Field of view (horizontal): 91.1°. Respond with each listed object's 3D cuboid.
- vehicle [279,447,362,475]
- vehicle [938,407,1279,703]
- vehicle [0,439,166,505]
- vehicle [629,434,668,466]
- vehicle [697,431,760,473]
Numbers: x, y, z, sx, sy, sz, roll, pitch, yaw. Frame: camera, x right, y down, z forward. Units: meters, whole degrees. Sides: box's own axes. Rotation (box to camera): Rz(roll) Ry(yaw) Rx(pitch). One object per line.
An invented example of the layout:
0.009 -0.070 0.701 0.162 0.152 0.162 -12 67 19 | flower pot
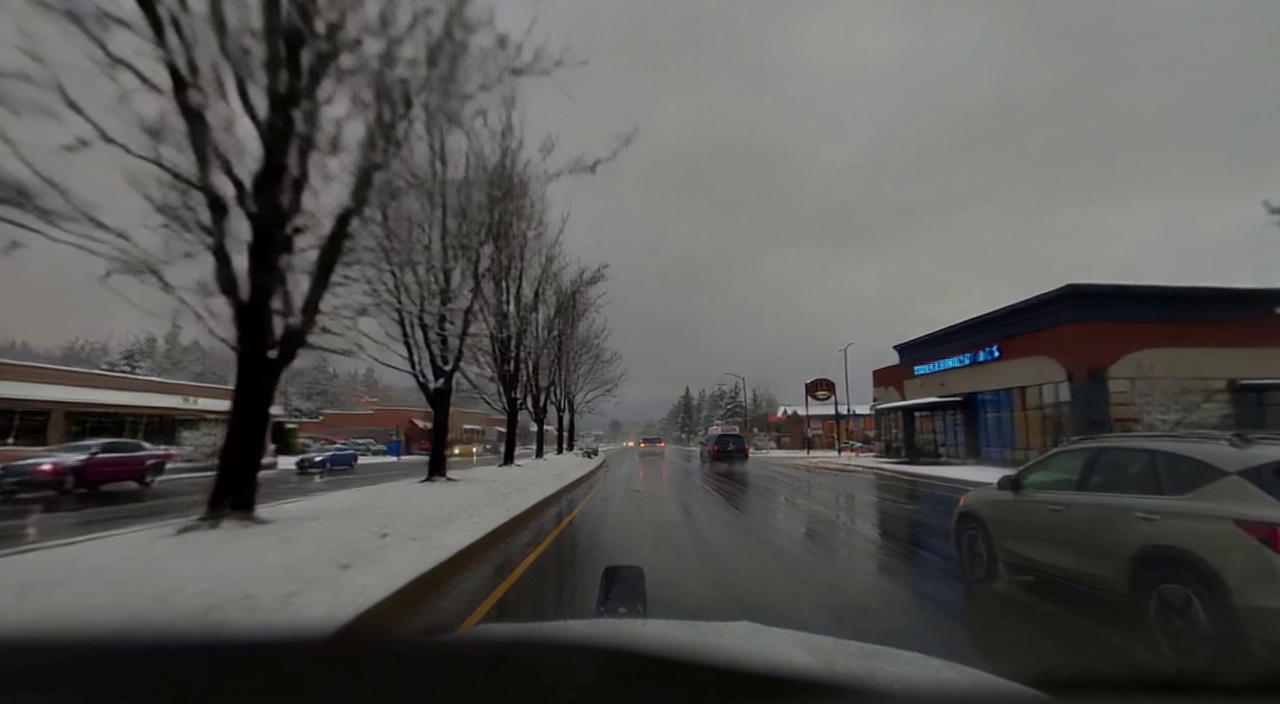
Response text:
-18.968 6.485 37.599 2.280 1.489 5.106 0 -8 1 | vehicle
3.911 1.133 3.902 1.908 1.463 4.506 0 -8 0 | vehicle
-18.899 3.878 20.824 2.488 1.752 4.991 -3 -6 1 | vehicle
0.435 5.565 35.853 2.098 1.682 3.778 0 -8 0 | vehicle
3.777 4.376 27.595 2.115 1.692 4.189 0 -8 -1 | vehicle
